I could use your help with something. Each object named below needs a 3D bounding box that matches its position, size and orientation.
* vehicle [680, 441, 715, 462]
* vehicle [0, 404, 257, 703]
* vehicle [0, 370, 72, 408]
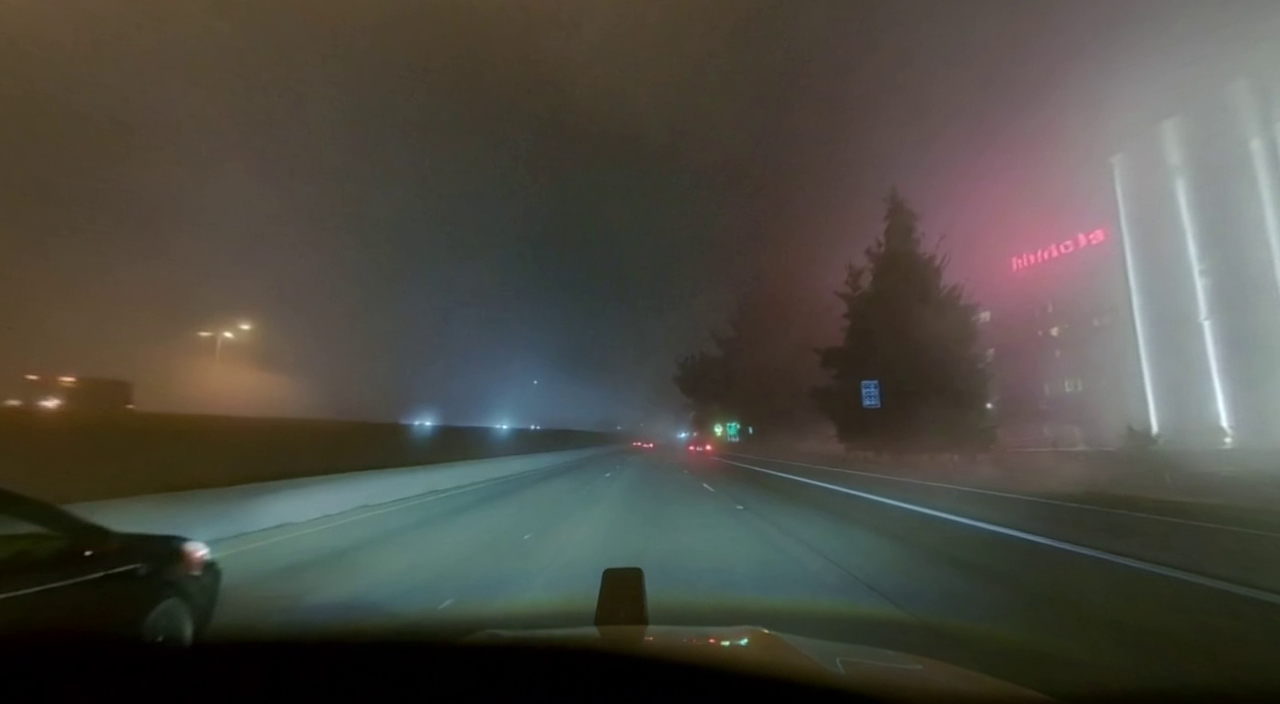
[{"bbox_3d":[4.113,7.228,45.762,2.069,1.431,4.313,0,-8,-1],"label":"vehicle"},{"bbox_3d":[-3.693,0.888,1.895,2.066,1.531,4.738,0,-8,1],"label":"vehicle"},{"bbox_3d":[-29.136,1.794,29.730,1.590,1.425,3.565,0,-9,-5],"label":"vehicle"}]
